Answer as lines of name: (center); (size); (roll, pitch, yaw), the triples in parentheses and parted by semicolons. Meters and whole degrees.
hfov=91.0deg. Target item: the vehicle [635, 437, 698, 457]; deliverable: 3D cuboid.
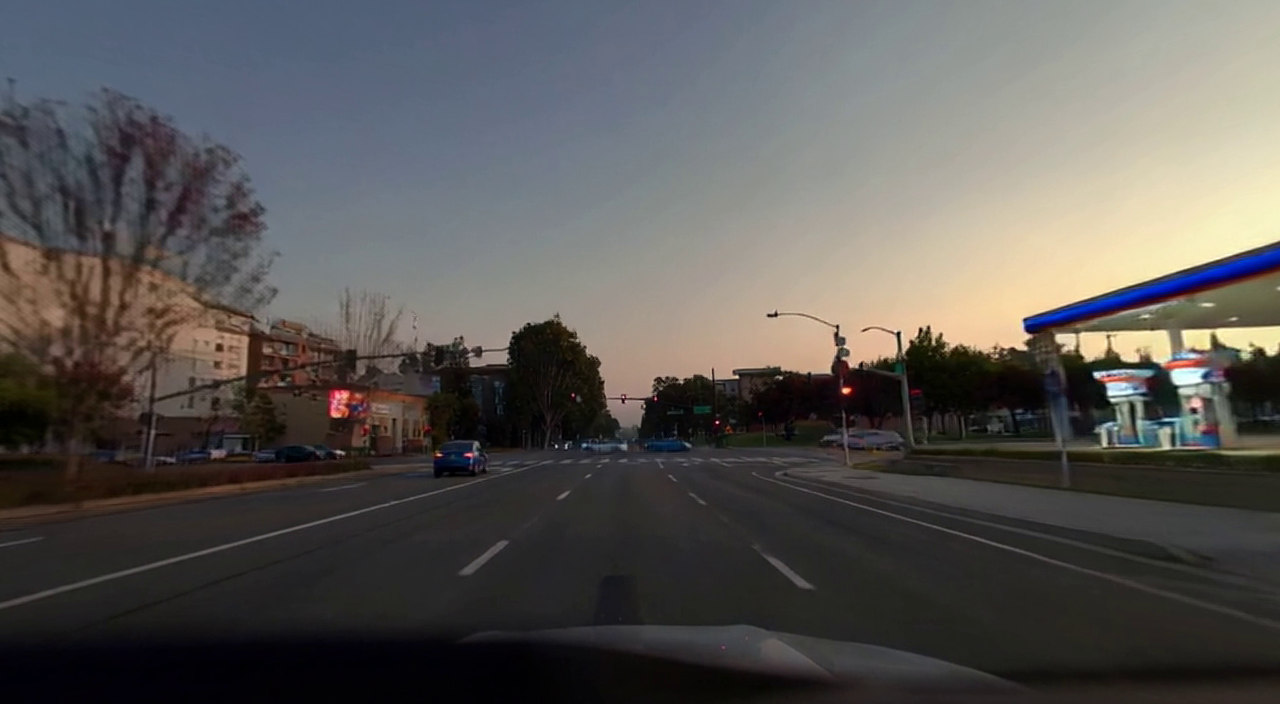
vehicle: (2.104, 7.470, 49.575); (4.885, 1.503, 1.845); (-1, -8, 3)

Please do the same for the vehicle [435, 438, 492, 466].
vehicle: (-10.166, 5.786, 36.606); (1.899, 1.460, 4.880); (0, -8, 0)
